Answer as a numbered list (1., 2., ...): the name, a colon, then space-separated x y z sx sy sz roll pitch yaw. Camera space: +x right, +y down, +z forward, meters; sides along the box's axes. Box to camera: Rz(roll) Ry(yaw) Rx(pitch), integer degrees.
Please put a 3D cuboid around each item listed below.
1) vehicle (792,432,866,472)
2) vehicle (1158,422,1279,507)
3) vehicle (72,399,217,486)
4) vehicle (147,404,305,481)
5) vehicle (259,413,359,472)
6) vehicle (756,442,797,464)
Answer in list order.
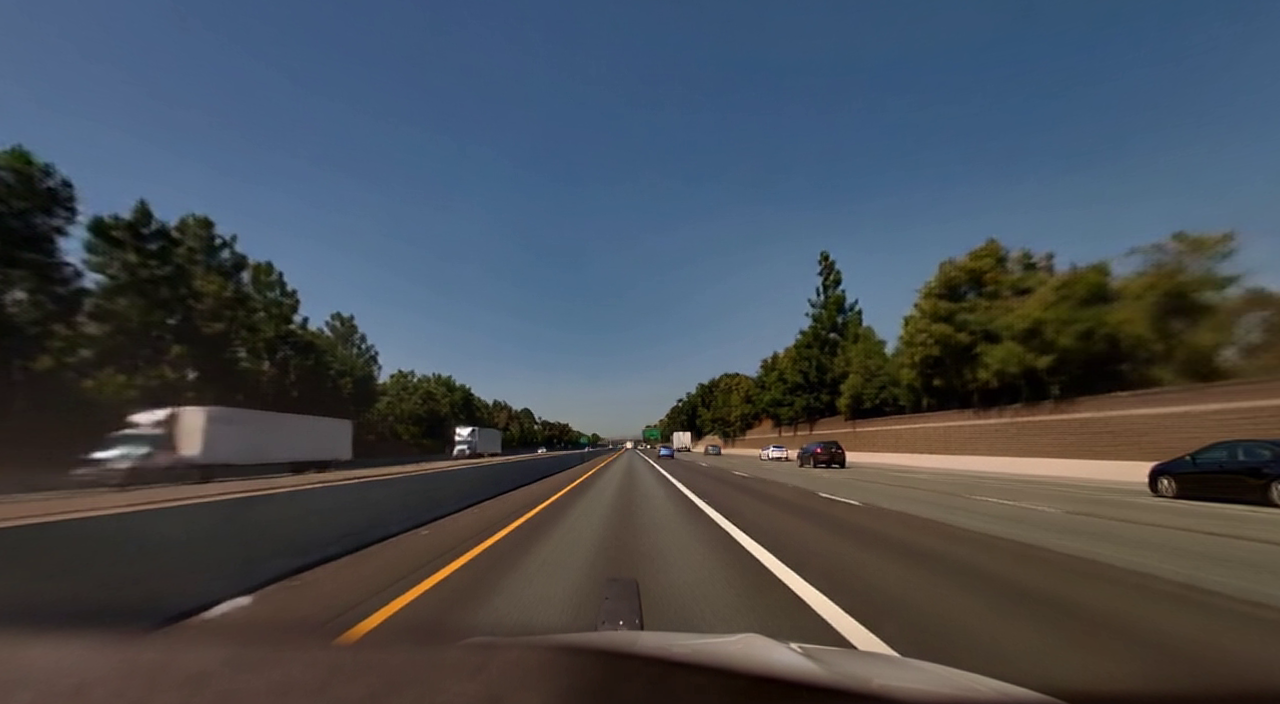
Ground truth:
1. vehicle: 9.252 4.967 31.404 2.098 1.820 4.505 0 -8 -3
2. vehicle: 13.922 2.372 13.460 1.957 1.709 4.387 0 -8 -1
3. vehicle: -24.381 4.501 31.444 3.265 3.955 4.517 0 -8 -1
4. vehicle: -24.590 5.518 38.490 3.329 4.056 9.372 0 -8 -1
5. vehicle: -24.800 6.870 48.022 2.858 4.053 8.915 0 -8 -1
6. vehicle: 10.049 7.459 46.798 1.931 1.479 4.183 0 -8 -2
